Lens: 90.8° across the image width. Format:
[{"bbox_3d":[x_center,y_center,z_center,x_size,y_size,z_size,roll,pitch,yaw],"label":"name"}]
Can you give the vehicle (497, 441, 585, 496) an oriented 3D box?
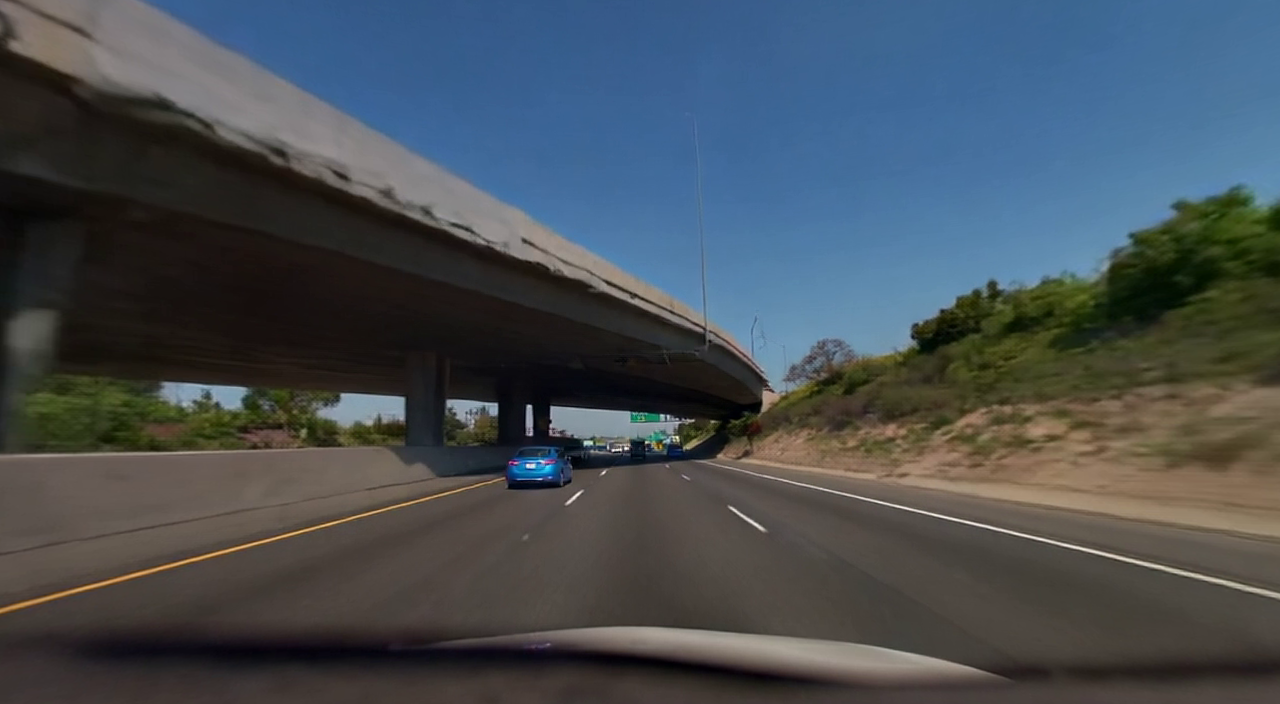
[{"bbox_3d":[-3.028,3.680,20.382,2.029,1.557,4.570,0,-9,1],"label":"vehicle"}]
